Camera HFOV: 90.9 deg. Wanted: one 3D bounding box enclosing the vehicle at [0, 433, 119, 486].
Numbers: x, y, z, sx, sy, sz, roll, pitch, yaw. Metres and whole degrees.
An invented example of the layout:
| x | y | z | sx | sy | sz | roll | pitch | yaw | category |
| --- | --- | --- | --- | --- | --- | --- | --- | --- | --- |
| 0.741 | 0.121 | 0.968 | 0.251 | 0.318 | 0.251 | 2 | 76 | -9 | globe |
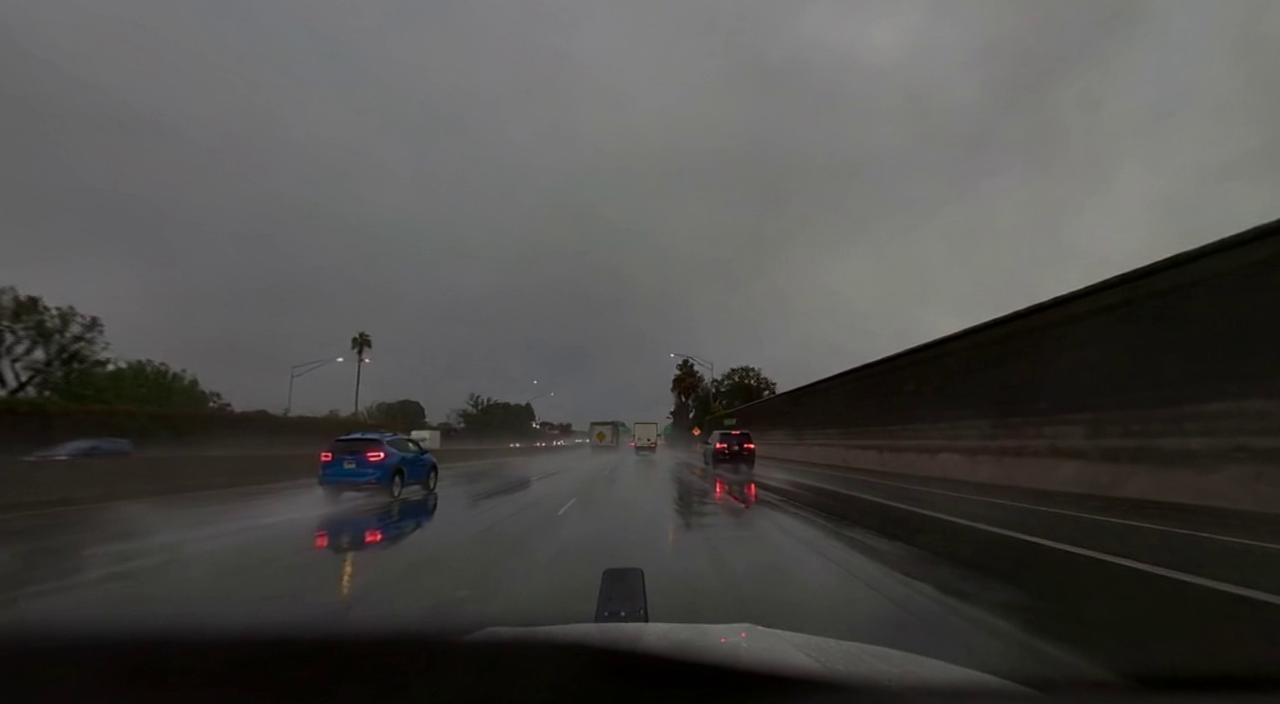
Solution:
| x | y | z | sx | sy | sz | roll | pitch | yaw | category |
| --- | --- | --- | --- | --- | --- | --- | --- | --- | --- |
| -20.706 | 3.626 | 21.583 | 1.994 | 1.618 | 4.288 | 0 | -8 | 1 | vehicle |

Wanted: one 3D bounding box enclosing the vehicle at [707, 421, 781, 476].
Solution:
| x | y | z | sx | sy | sz | roll | pitch | yaw | category |
| --- | --- | --- | --- | --- | --- | --- | --- | --- | --- |
| 4.424 | 4.225 | 27.772 | 2.408 | 2.210 | 4.999 | 0 | -8 | 0 | vehicle |

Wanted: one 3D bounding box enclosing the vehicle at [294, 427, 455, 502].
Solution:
| x | y | z | sx | sy | sz | roll | pitch | yaw | category |
| --- | --- | --- | --- | --- | --- | --- | --- | --- | --- |
| -7.071 | 3.036 | 17.540 | 2.289 | 1.774 | 4.871 | 0 | -8 | 1 | vehicle |
